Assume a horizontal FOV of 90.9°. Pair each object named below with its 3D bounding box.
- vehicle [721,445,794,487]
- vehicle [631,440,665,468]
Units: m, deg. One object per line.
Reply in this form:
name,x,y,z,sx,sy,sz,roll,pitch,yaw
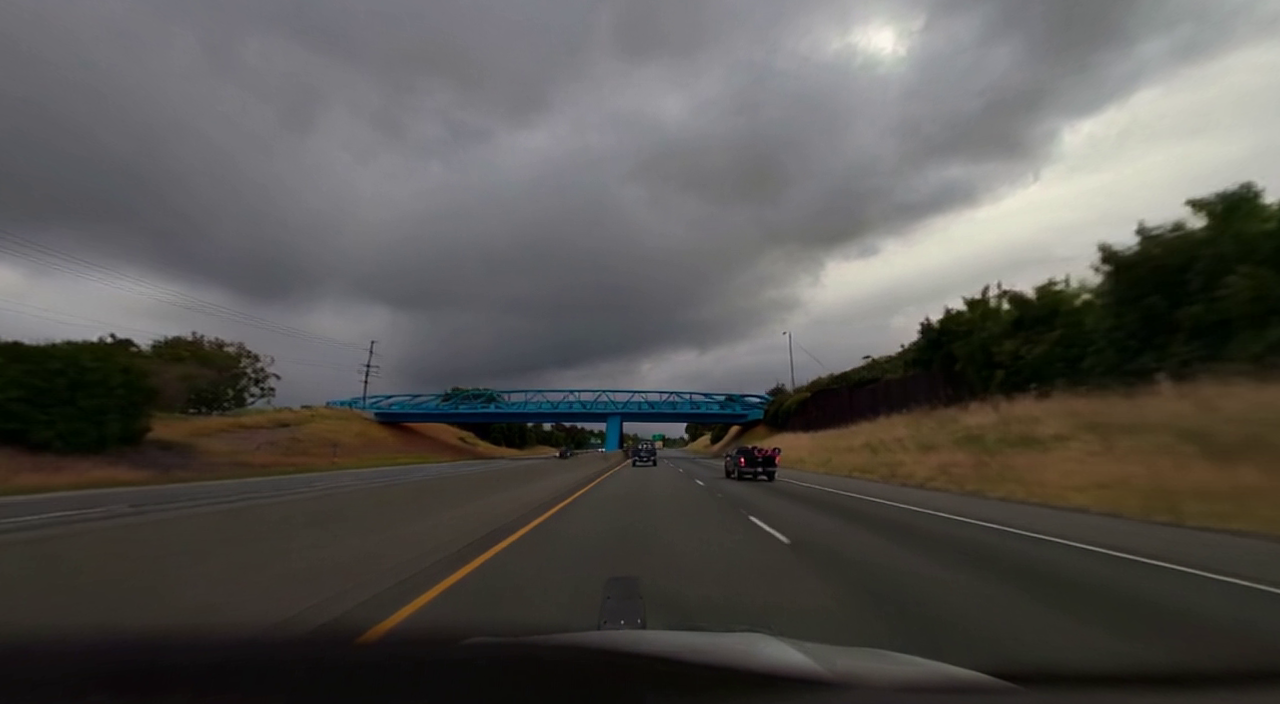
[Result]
vehicle,4.572,4.512,25.353,1.988,1.505,4.958,0,-9,0
vehicle,0.619,7.459,46.191,2.369,1.948,5.343,0,-9,2
